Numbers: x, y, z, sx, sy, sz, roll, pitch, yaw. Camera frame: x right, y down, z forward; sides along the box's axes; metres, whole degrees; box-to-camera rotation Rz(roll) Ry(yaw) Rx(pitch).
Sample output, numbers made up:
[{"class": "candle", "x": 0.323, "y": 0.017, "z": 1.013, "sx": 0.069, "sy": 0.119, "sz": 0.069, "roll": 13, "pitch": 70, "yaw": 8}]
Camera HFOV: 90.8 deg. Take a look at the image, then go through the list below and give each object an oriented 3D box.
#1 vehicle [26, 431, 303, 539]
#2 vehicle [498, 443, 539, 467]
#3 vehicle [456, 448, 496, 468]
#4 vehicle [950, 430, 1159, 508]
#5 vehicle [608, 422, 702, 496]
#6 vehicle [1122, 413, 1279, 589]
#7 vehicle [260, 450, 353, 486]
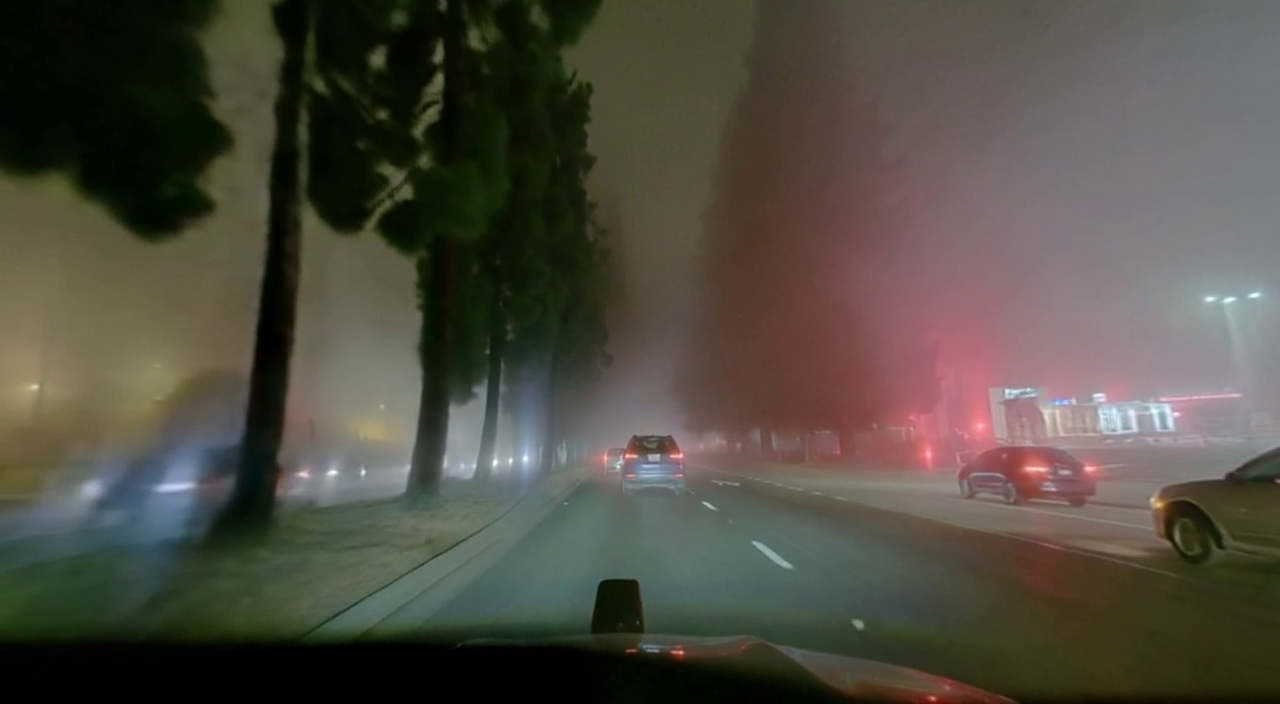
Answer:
[{"class": "vehicle", "x": -9.124, "y": 2.547, "z": 12.819, "sx": 2.104, "sy": 1.778, "sz": 4.520, "roll": 0, "pitch": -8, "yaw": -1}, {"class": "vehicle", "x": -8.903, "y": 7.578, "z": 46.589, "sx": 2.120, "sy": 1.628, "sz": 4.331, "roll": 0, "pitch": -8, "yaw": 0}, {"class": "vehicle", "x": -12.677, "y": 8.184, "z": 49.021, "sx": 1.866, "sy": 1.491, "sz": 4.495, "roll": 0, "pitch": -8, "yaw": 0}, {"class": "vehicle", "x": 9.296, "y": 2.644, "z": 14.745, "sx": 1.894, "sy": 1.517, "sz": 4.419, "roll": 0, "pitch": -8, "yaw": 1}, {"class": "vehicle", "x": 0.261, "y": 3.108, "z": 18.677, "sx": 2.300, "sy": 1.870, "sz": 4.936, "roll": 1, "pitch": -8, "yaw": -4}, {"class": "vehicle", "x": 6.476, "y": 1.203, "z": 4.910, "sx": 1.994, "sy": 1.488, "sz": 4.313, "roll": 0, "pitch": -8, "yaw": -1}, {"class": "vehicle", "x": -16.162, "y": 5.621, "z": 30.974, "sx": 1.952, "sy": 1.569, "sz": 4.886, "roll": 0, "pitch": -8, "yaw": -1}]
